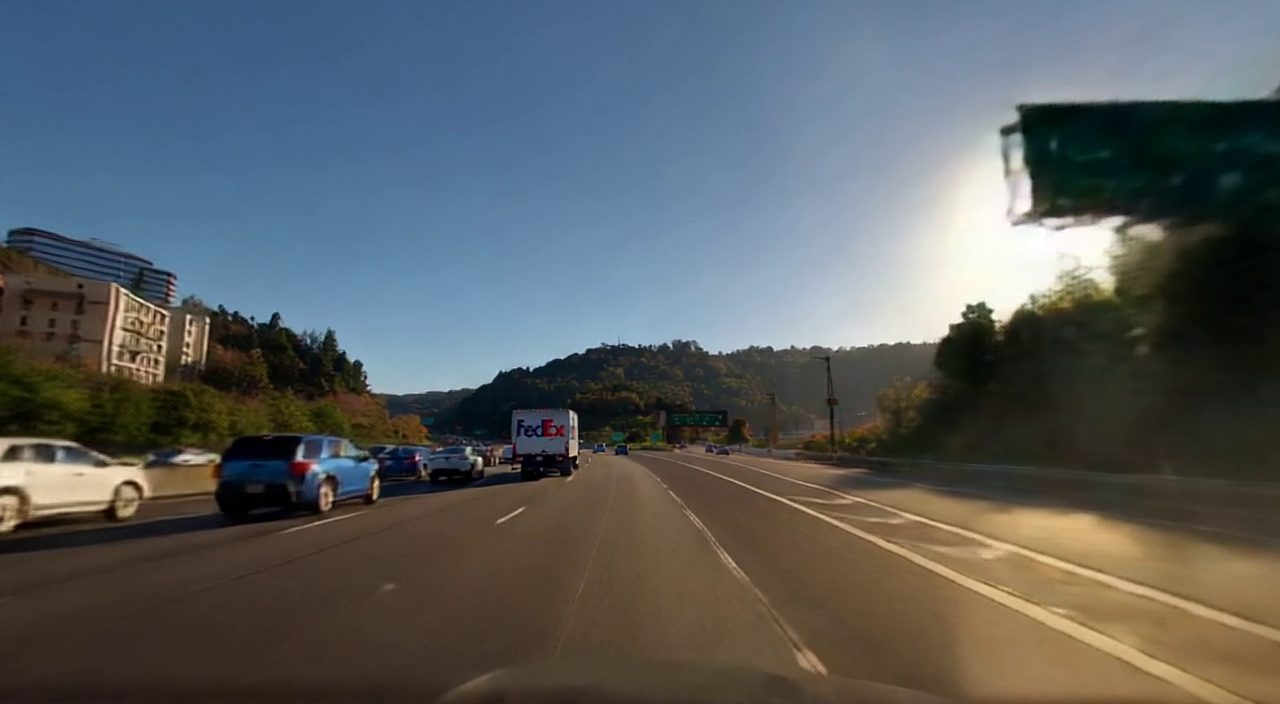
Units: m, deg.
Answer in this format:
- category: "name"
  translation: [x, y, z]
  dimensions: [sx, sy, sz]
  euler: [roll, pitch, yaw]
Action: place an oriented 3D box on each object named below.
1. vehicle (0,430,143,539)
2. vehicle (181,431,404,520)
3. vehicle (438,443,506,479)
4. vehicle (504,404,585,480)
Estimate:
- category: "vehicle"
  translation: [-11.679, 2.272, 10.966]
  dimensions: [2.188, 1.784, 4.724]
  euler: [0, -8, 0]
- category: "vehicle"
  translation: [-7.859, 2.829, 15.091]
  dimensions: [2.461, 1.767, 4.991]
  euler: [0, -8, 0]
- category: "vehicle"
  translation: [-8.214, 5.338, 31.285]
  dimensions: [2.143, 1.628, 4.559]
  euler: [0, -8, 0]
- category: "vehicle"
  translation: [-4.388, 4.388, 30.739]
  dimensions: [2.798, 3.212, 7.573]
  euler: [0, -8, 0]
